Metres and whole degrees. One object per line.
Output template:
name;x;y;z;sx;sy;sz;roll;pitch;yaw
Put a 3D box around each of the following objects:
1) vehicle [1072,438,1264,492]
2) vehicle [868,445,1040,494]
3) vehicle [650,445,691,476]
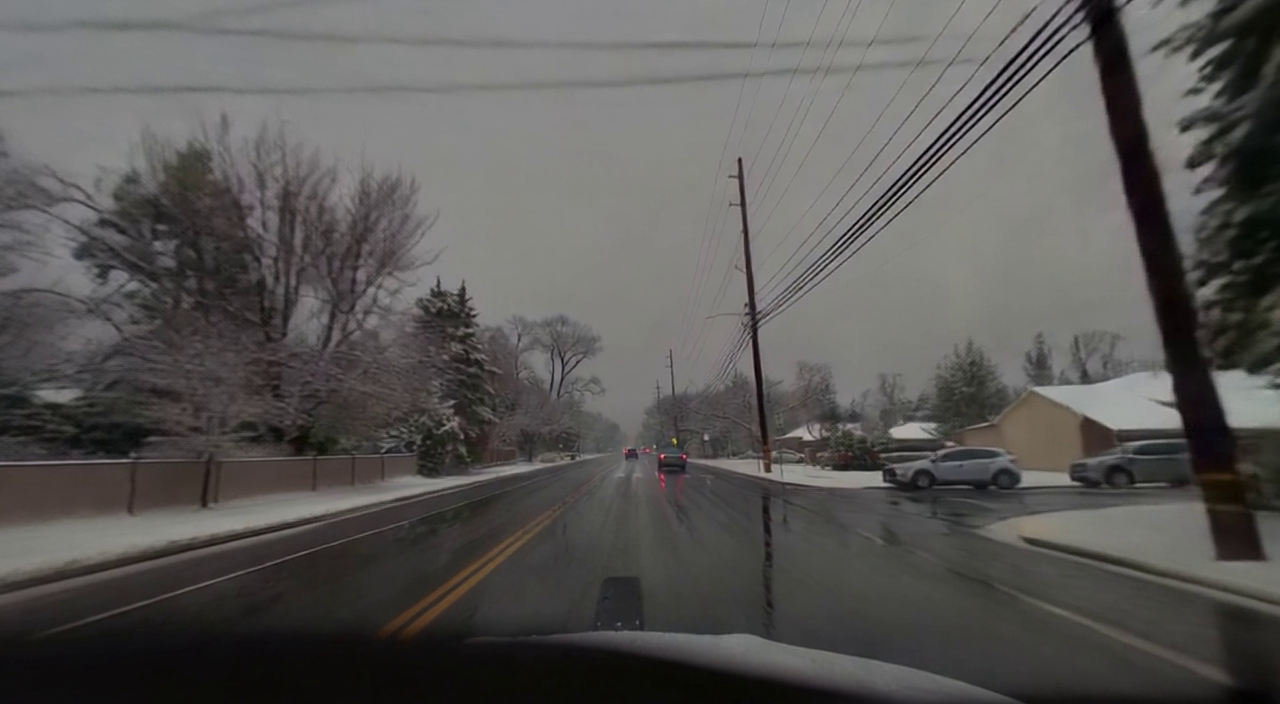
vehicle;17.524;3.743;21.158;4.566;1.691;1.996;0;-9;0
vehicle;10.085;3.780;20.549;4.511;1.473;1.962;0;-8;-2
vehicle;1.518;5.599;32.722;1.975;1.497;3.647;0;-9;0
